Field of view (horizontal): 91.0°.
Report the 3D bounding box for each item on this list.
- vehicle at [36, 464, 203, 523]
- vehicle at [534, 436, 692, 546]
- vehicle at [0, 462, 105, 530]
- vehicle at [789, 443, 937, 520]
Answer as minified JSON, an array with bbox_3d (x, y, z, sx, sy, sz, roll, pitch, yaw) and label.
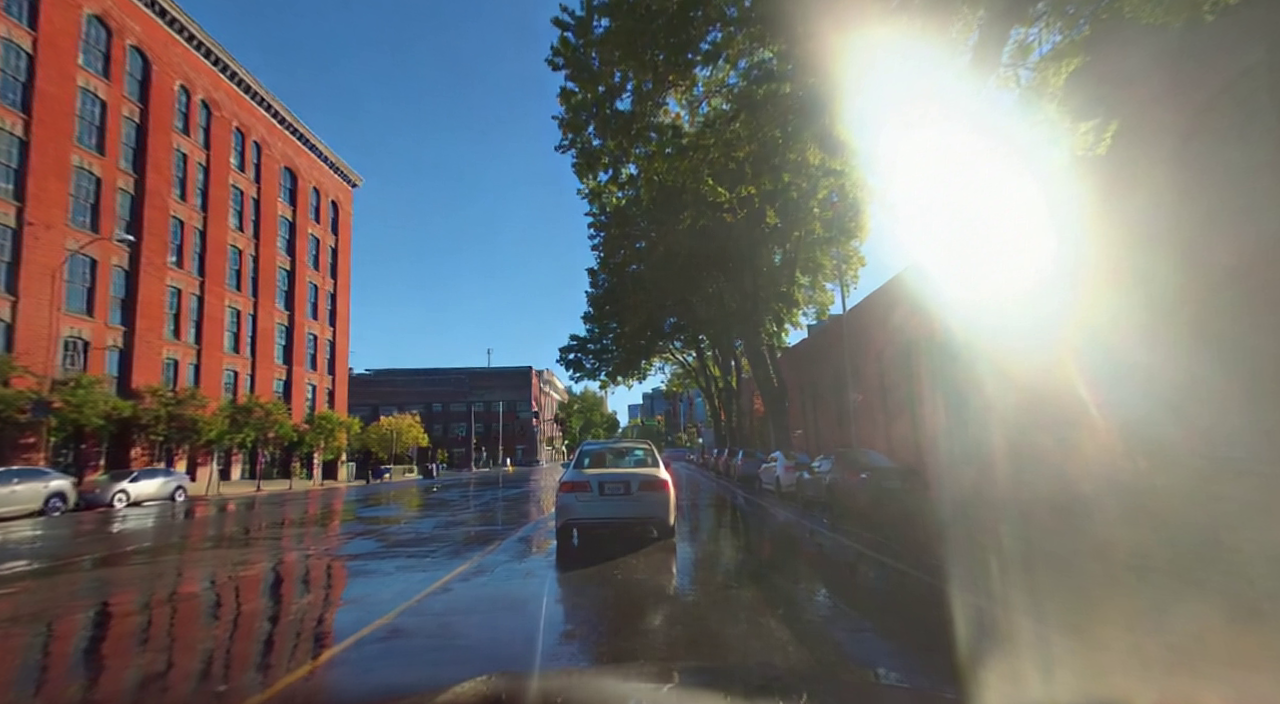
[{"bbox_3d":[-18.023,4.873,22.175,2.011,1.727,4.449,1,-9,0],"label":"vehicle"},{"bbox_3d":[-0.389,2.281,11.016,2.230,1.518,4.113,0,-9,0],"label":"vehicle"},{"bbox_3d":[-17.621,3.911,17.169,1.909,1.658,4.559,0,-9,1],"label":"vehicle"},{"bbox_3d":[4.911,2.880,14.532,1.832,1.491,4.054,1,-9,-1],"label":"vehicle"}]
